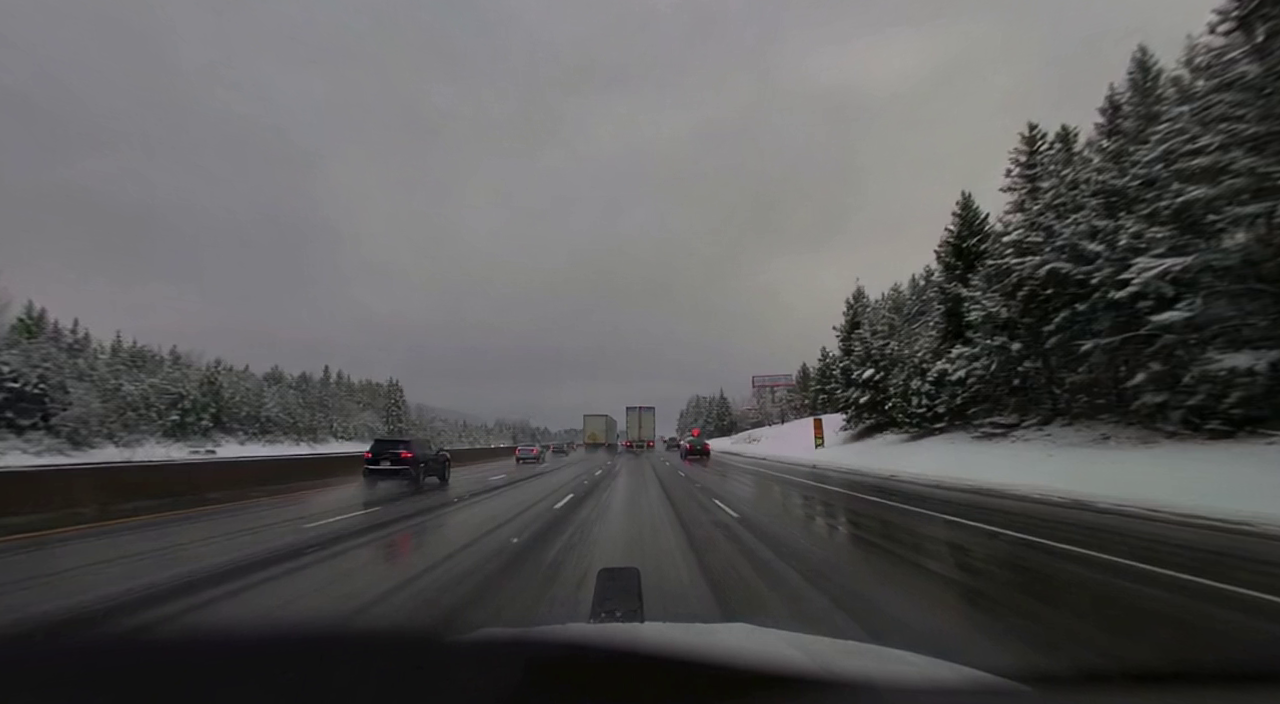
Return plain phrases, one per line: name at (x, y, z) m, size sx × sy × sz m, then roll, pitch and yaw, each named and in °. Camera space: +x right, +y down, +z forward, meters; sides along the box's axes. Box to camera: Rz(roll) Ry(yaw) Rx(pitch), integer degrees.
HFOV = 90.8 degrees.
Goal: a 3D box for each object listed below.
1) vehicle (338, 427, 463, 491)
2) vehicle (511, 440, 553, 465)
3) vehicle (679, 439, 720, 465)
vehicle at (-7.287, 3.292, 19.766) m, size 2.122 × 1.754 × 4.379 m, roll 0°, pitch -9°, yaw 1°
vehicle at (-6.826, 6.421, 40.409) m, size 1.891 × 1.460 × 4.506 m, roll 0°, pitch -8°, yaw 0°
vehicle at (3.593, 6.120, 38.799) m, size 2.006 × 1.452 × 4.246 m, roll 0°, pitch -8°, yaw -1°
